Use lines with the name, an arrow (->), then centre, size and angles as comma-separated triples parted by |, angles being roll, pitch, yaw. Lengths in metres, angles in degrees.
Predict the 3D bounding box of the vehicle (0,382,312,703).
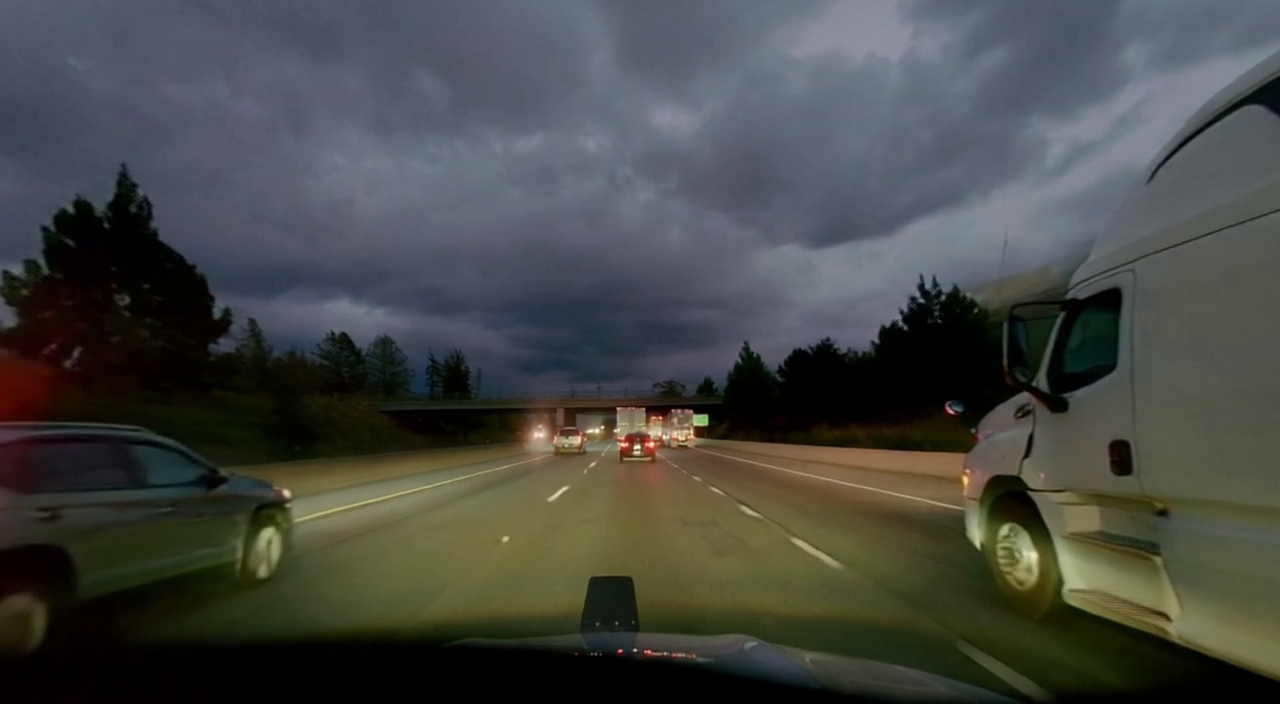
vehicle -> -3.807, 0.939, 3.009 | 1.979, 1.527, 4.754 | 0, -8, -1

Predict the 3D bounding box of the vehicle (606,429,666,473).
vehicle -> -0.182, 3.691, 23.727 | 2.059, 1.522, 3.693 | 0, -8, -1

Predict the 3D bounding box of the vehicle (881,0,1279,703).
vehicle -> 3.780, -0.086, 2.018 | 2.783, 3.483, 7.836 | 0, -8, -1

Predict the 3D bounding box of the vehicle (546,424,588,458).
vehicle -> -4.426, 5.471, 38.883 | 2.013, 1.961, 4.692 | 0, -8, 0
